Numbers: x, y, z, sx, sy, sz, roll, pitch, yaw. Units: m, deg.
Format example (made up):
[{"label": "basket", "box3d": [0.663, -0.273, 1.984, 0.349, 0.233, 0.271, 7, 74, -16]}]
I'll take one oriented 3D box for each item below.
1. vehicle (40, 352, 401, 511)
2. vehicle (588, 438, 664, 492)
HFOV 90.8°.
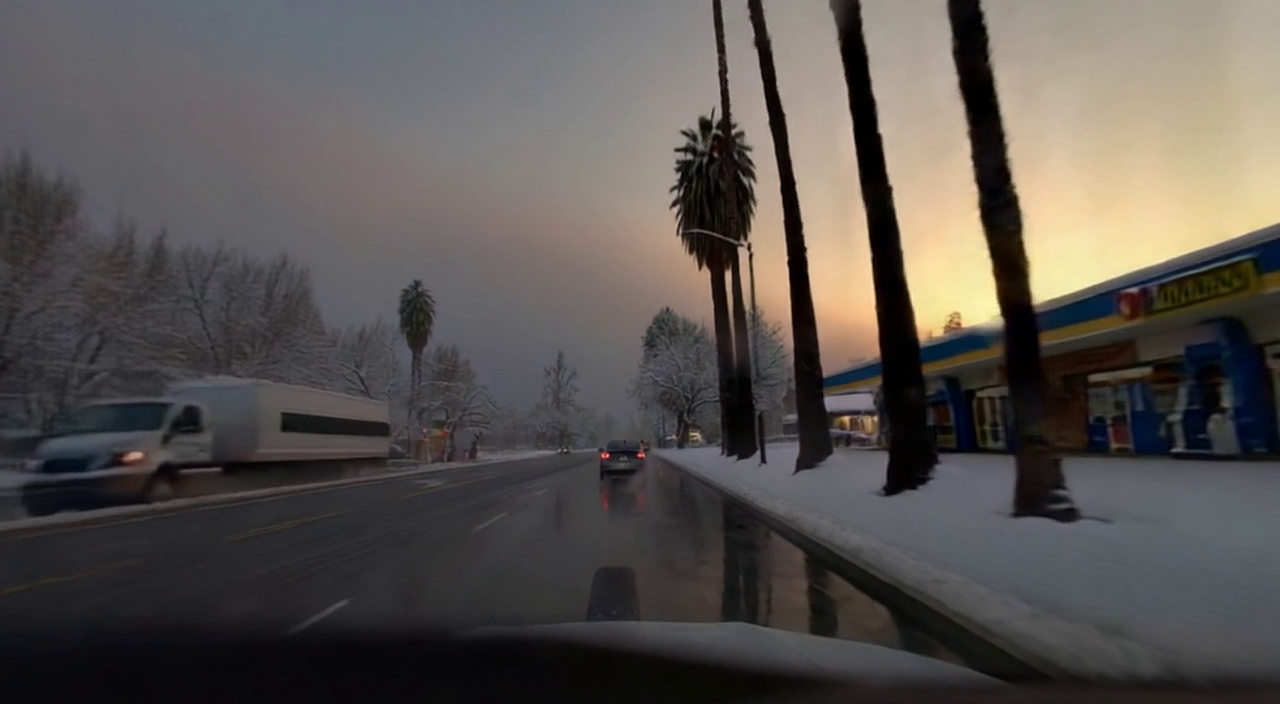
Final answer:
[{"label": "vehicle", "box3d": [-11.643, 2.673, 20.331, 3.022, 3.532, 12.586, 0, -8, 0]}, {"label": "vehicle", "box3d": [-0.409, 3.428, 19.509, 2.076, 1.486, 4.119, 0, -8, -1]}]
